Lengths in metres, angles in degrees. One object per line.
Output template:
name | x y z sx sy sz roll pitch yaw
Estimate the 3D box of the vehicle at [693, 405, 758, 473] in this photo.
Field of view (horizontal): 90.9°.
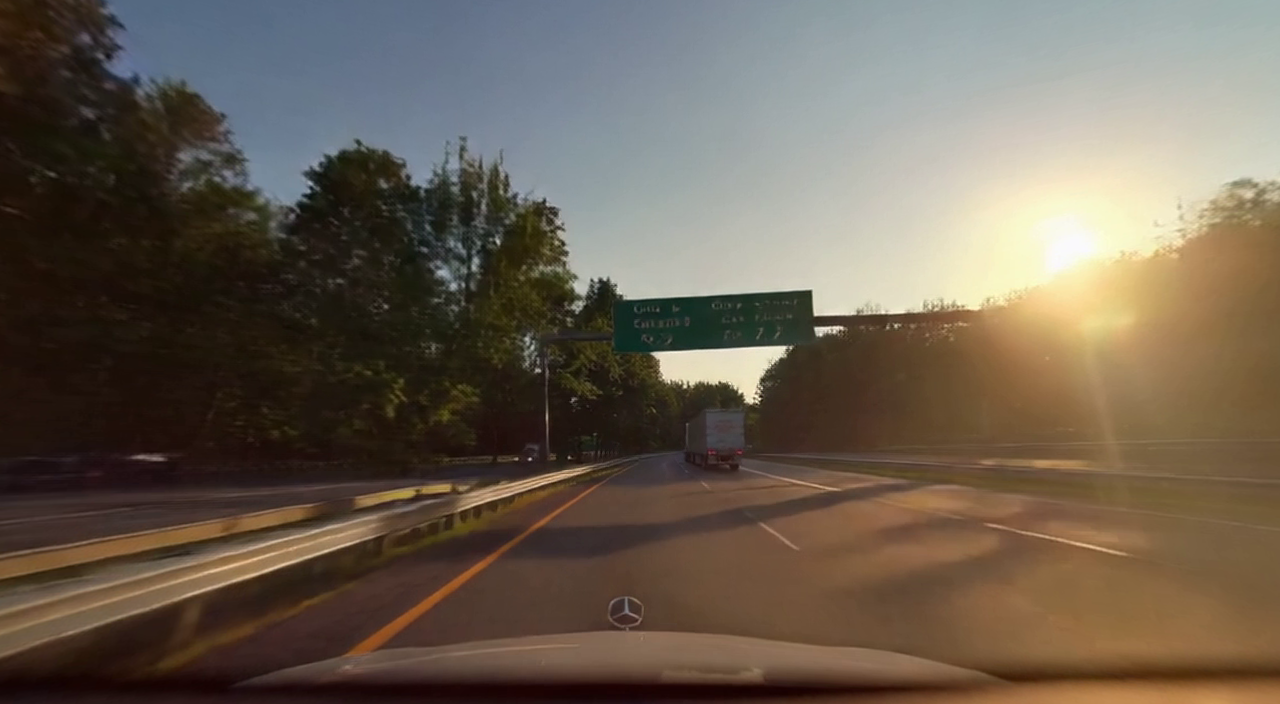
vehicle | 5.663 6.264 44.400 2.859 3.984 14.045 0 -9 1
